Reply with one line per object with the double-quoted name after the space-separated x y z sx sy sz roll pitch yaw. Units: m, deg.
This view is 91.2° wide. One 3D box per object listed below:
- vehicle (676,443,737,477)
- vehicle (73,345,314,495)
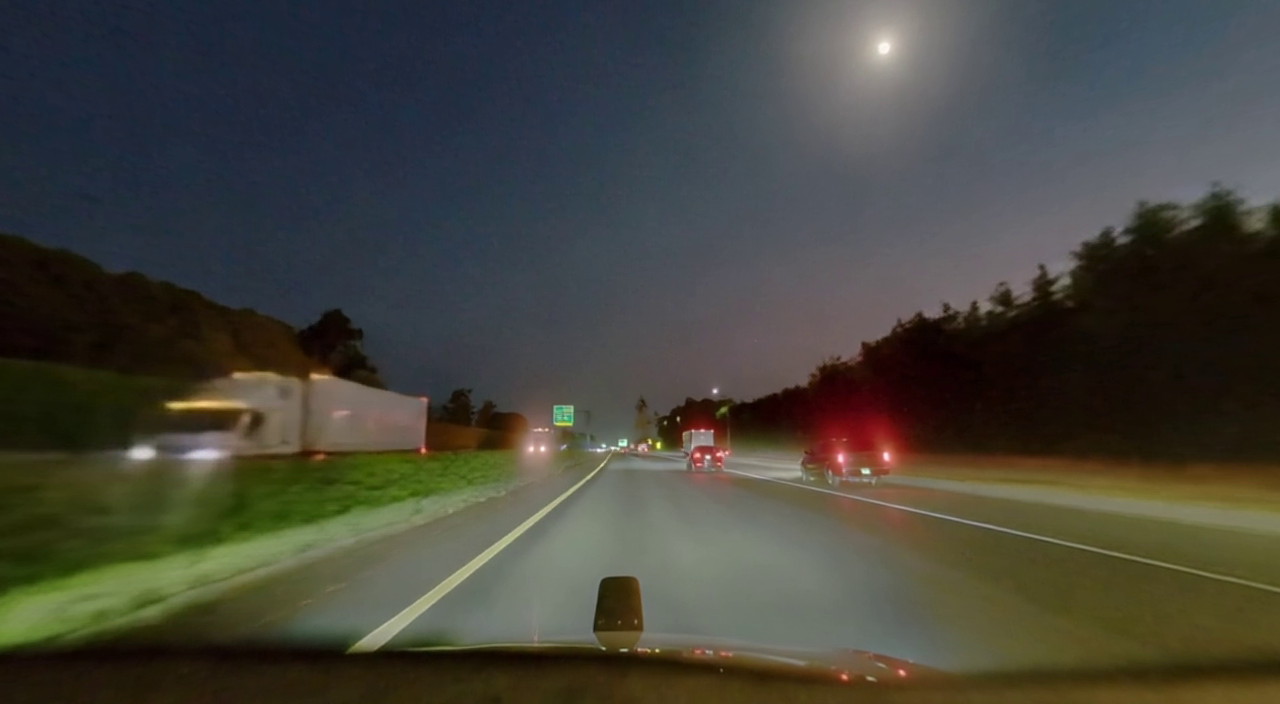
3.083 5.171 30.209 2.244 1.498 4.338 0 -9 -3 "vehicle"
-13.429 2.226 19.698 3.118 3.986 5.803 0 -9 -1 "vehicle"
